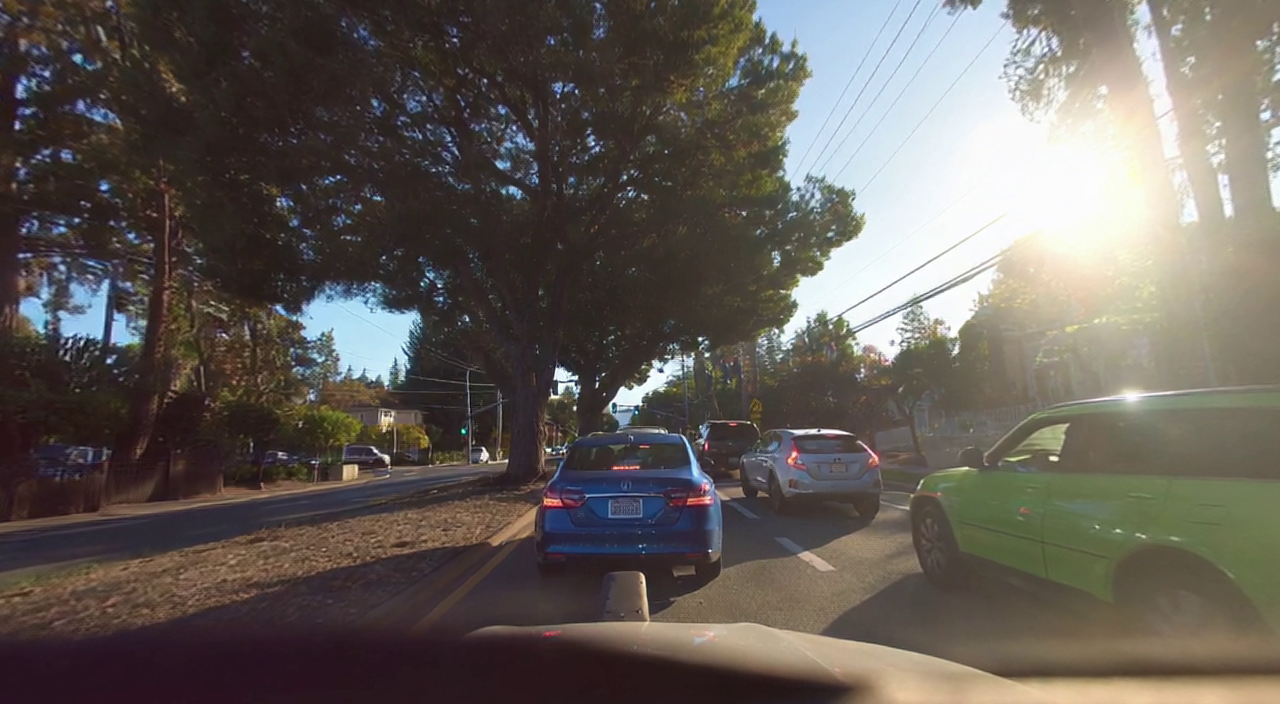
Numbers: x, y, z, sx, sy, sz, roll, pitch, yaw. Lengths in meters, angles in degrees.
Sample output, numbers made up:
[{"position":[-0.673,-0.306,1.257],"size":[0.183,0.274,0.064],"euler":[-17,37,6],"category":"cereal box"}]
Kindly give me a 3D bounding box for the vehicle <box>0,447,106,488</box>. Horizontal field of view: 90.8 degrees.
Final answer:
[{"position":[-22.523,4.235,23.310],"size":[4.092,1.438,1.639],"euler":[-1,-8,1],"category":"vehicle"}]

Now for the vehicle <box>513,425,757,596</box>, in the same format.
[{"position":[-0.085,1.732,7.810],"size":[2.186,1.500,4.141],"euler":[0,-8,-1],"category":"vehicle"}]

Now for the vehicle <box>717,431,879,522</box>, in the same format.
[{"position":[2.958,2.437,13.003],"size":[1.971,1.517,4.521],"euler":[0,-8,-3],"category":"vehicle"}]

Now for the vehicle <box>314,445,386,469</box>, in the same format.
[{"position":[-19.893,7.201,43.431],"size":[3.957,1.630,1.881],"euler":[0,-8,0],"category":"vehicle"}]

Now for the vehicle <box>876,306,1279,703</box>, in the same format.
[{"position":[3.368,0.966,4.011],"size":[2.006,1.766,4.345],"euler":[0,-8,-1],"category":"vehicle"}]
